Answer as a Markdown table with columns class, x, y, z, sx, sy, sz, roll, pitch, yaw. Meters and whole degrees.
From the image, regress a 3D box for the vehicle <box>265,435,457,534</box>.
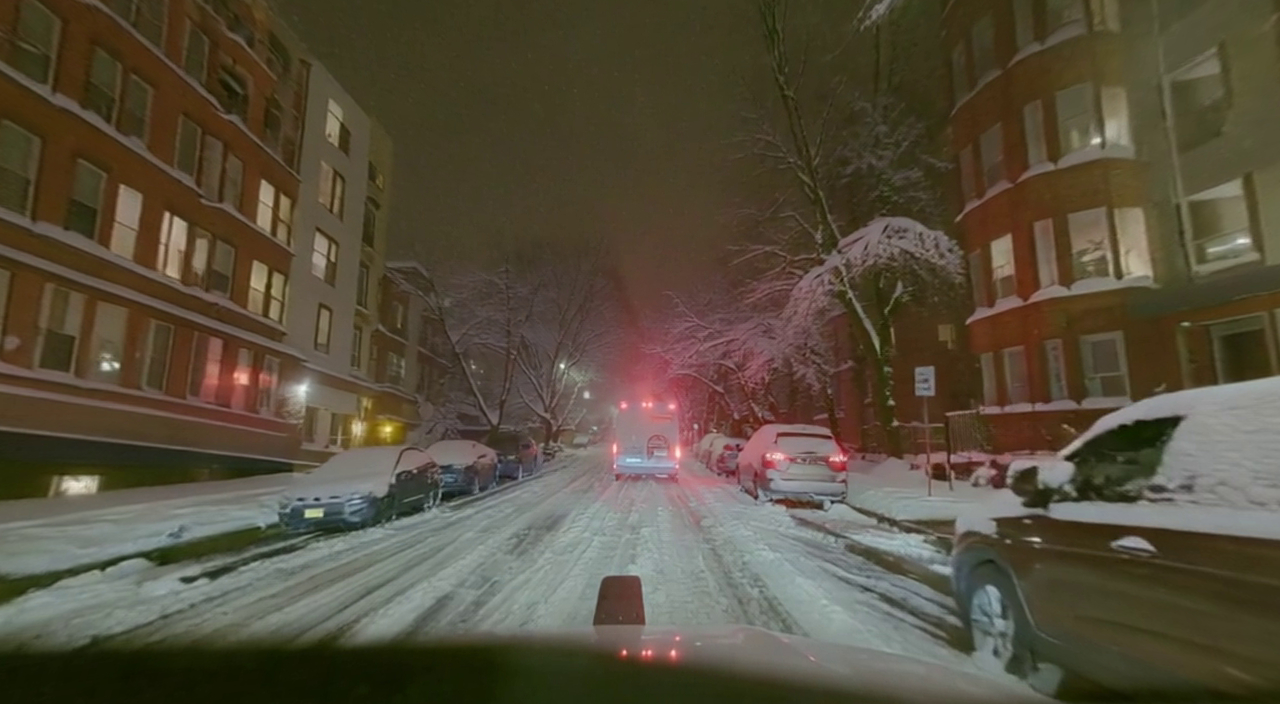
| class | x | y | z | sx | sy | sz | roll | pitch | yaw |
| --- | --- | --- | --- | --- | --- | --- | --- | --- | --- |
| vehicle | -5.429 | 2.583 | 13.090 | 1.967 | 1.492 | 4.781 | -4 | -8 | -2 |

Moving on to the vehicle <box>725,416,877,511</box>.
| class | x | y | z | sx | sy | sz | roll | pitch | yaw |
| --- | --- | --- | --- | --- | --- | --- | --- | --- | --- |
| vehicle | 3.558 | 2.621 | 15.347 | 2.232 | 1.860 | 5.593 | 0 | -8 | 0 |

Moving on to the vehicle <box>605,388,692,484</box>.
| class | x | y | z | sx | sy | sz | roll | pitch | yaw |
| --- | --- | --- | --- | --- | --- | --- | --- | --- | --- |
| vehicle | 0.207 | 3.224 | 23.952 | 2.754 | 3.008 | 7.730 | 0 | -8 | -1 |

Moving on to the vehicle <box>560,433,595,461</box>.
| class | x | y | z | sx | sy | sz | roll | pitch | yaw |
| --- | --- | --- | --- | --- | --- | --- | --- | --- | --- |
| vehicle | -4.827 | 7.398 | 49.104 | 2.263 | 1.964 | 4.134 | -3 | -8 | 0 |

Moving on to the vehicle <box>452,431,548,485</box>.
| class | x | y | z | sx | sy | sz | roll | pitch | yaw |
| --- | --- | --- | --- | --- | --- | --- | --- | --- | --- |
| vehicle | -5.237 | 4.076 | 24.688 | 2.326 | 1.774 | 5.757 | -2 | -8 | 1 |

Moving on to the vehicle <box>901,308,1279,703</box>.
| class | x | y | z | sx | sy | sz | roll | pitch | yaw |
| --- | --- | --- | --- | --- | --- | --- | --- | --- | --- |
| vehicle | 3.342 | 0.885 | 2.894 | 2.152 | 1.868 | 4.976 | 0 | -8 | 0 |
